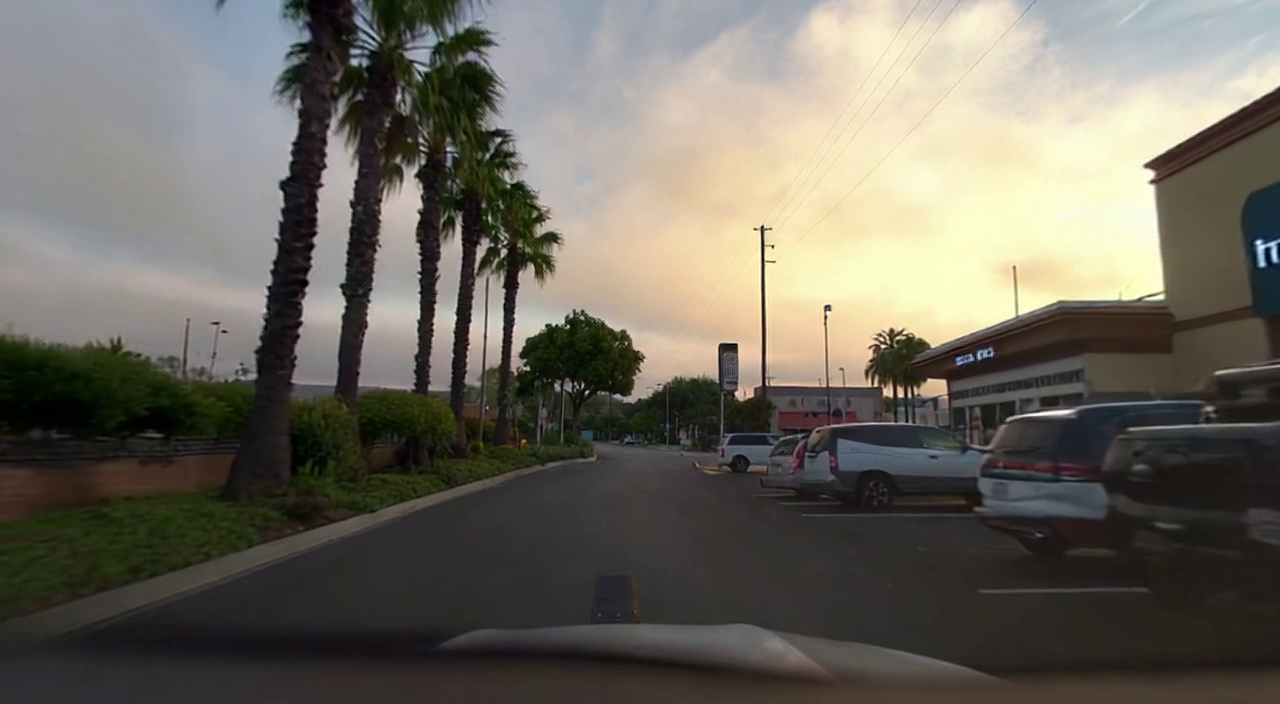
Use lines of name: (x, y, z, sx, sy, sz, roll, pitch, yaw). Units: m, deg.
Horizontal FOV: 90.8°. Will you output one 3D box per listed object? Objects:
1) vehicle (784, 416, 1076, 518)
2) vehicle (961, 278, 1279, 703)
vehicle: (5.460, 2.215, 12.380, 4.743, 1.800, 1.952, 1, -8, -3)
vehicle: (5.811, 0.876, 4.367, 5.866, 2.185, 2.322, 0, -8, -1)
